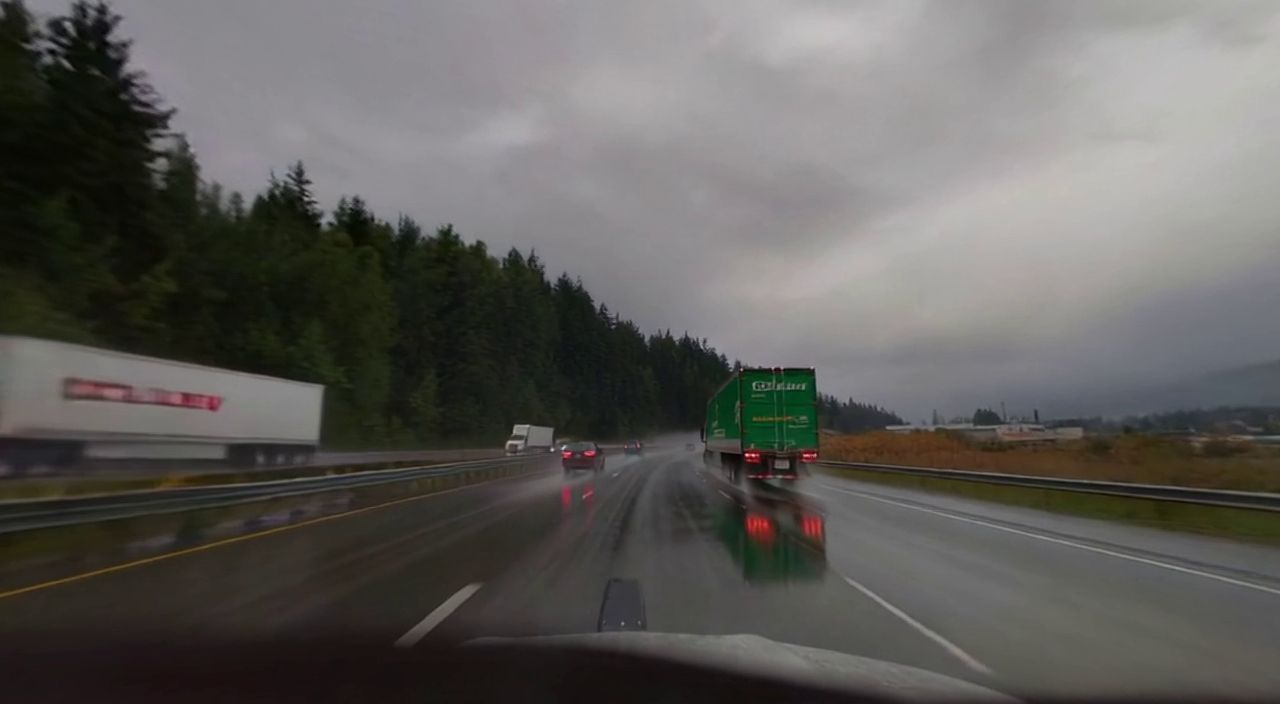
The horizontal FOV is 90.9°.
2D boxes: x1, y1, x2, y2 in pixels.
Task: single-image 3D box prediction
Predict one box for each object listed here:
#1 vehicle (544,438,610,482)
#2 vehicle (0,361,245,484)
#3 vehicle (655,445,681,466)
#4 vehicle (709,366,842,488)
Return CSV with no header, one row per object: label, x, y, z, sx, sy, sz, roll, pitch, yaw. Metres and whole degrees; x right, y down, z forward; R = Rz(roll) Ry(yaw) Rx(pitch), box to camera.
vehicle,-2.590,4.605,27.034,2.205,1.728,4.397,0,-9,2
vehicle,-20.402,2.698,22.526,3.238,3.588,13.782,0,-9,2
vehicle,2.196,8.044,49.090,1.990,1.537,3.725,-1,-9,3
vehicle,5.189,3.505,27.652,3.057,3.993,13.914,0,-9,1
